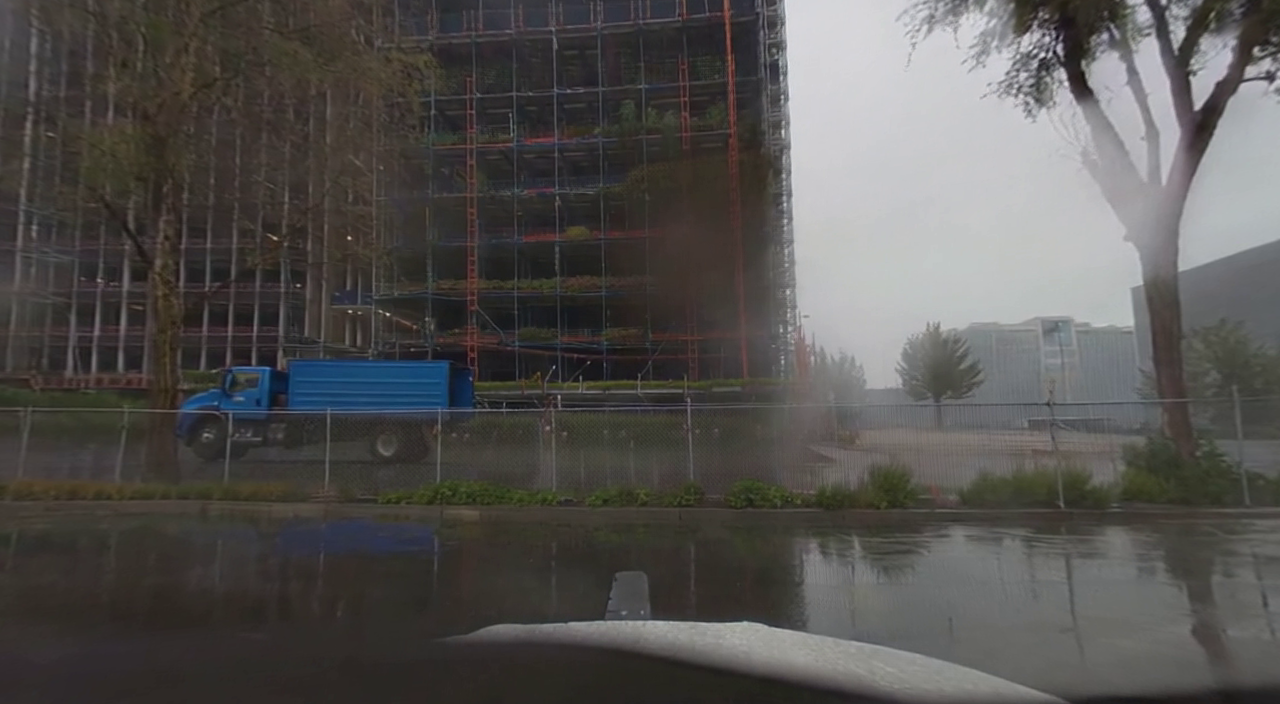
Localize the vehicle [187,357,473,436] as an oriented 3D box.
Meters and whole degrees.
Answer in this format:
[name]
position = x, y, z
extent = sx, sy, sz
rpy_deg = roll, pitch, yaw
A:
[vehicle]
position = -16.953, 2.637, 35.584
extent = 14.067, 4.099, 2.832
rpy_deg = 1, -9, -7
